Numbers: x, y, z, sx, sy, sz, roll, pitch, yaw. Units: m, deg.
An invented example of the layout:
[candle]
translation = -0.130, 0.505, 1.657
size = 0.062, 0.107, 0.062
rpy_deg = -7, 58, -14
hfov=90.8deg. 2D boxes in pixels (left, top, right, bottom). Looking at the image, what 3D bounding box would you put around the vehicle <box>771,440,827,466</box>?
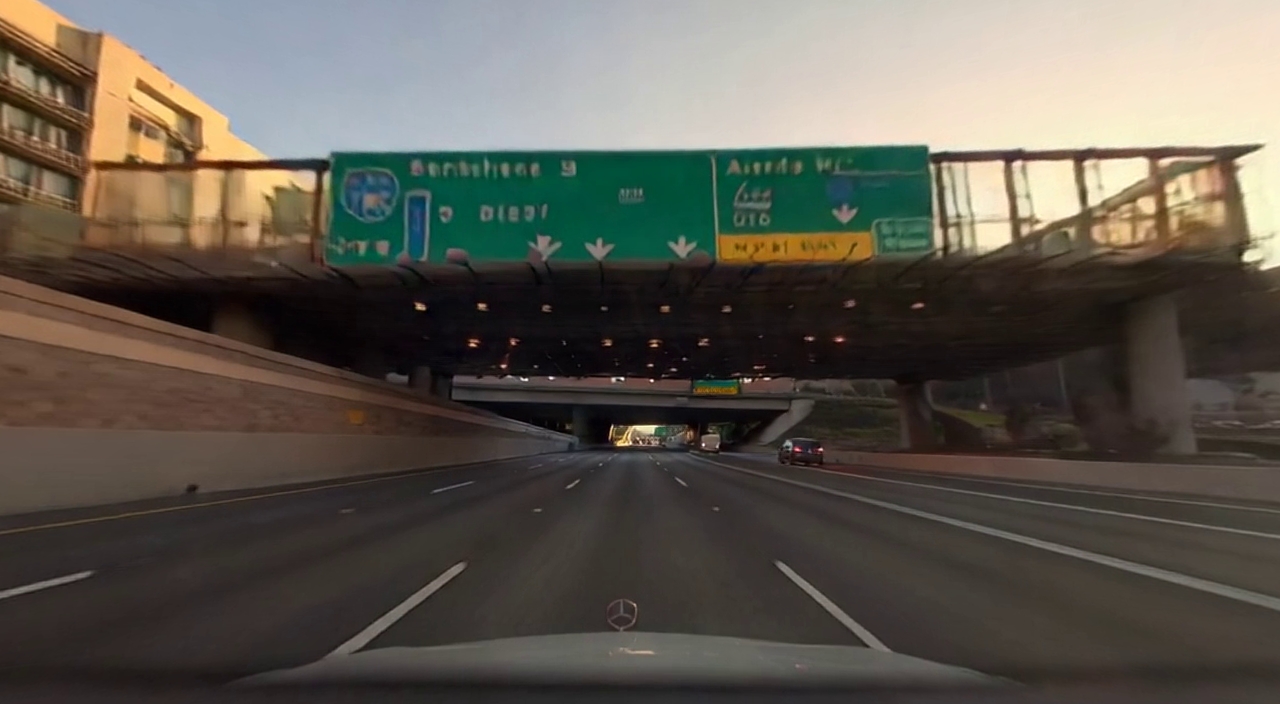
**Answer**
[vehicle]
translation = 10.327, 6.596, 41.482
size = 2.165, 1.636, 5.175
rpy_deg = 0, -8, -2
